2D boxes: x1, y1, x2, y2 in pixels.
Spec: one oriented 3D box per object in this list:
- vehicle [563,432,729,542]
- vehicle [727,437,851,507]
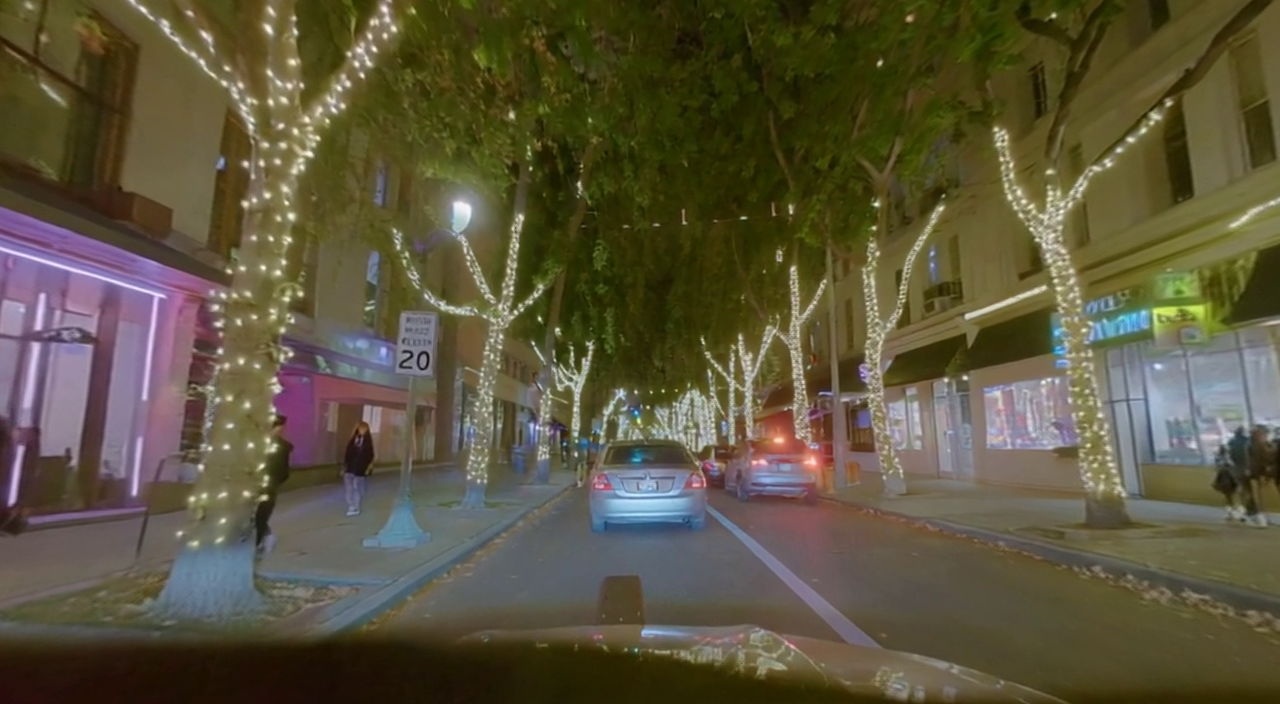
[{"bbox_3d":[0.033,2.156,10.758,2.261,1.474,4.130,0,-8,-1],"label":"vehicle"},{"bbox_3d":[3.629,3.009,16.311,2.025,1.523,4.426,0,-9,-1],"label":"vehicle"}]
